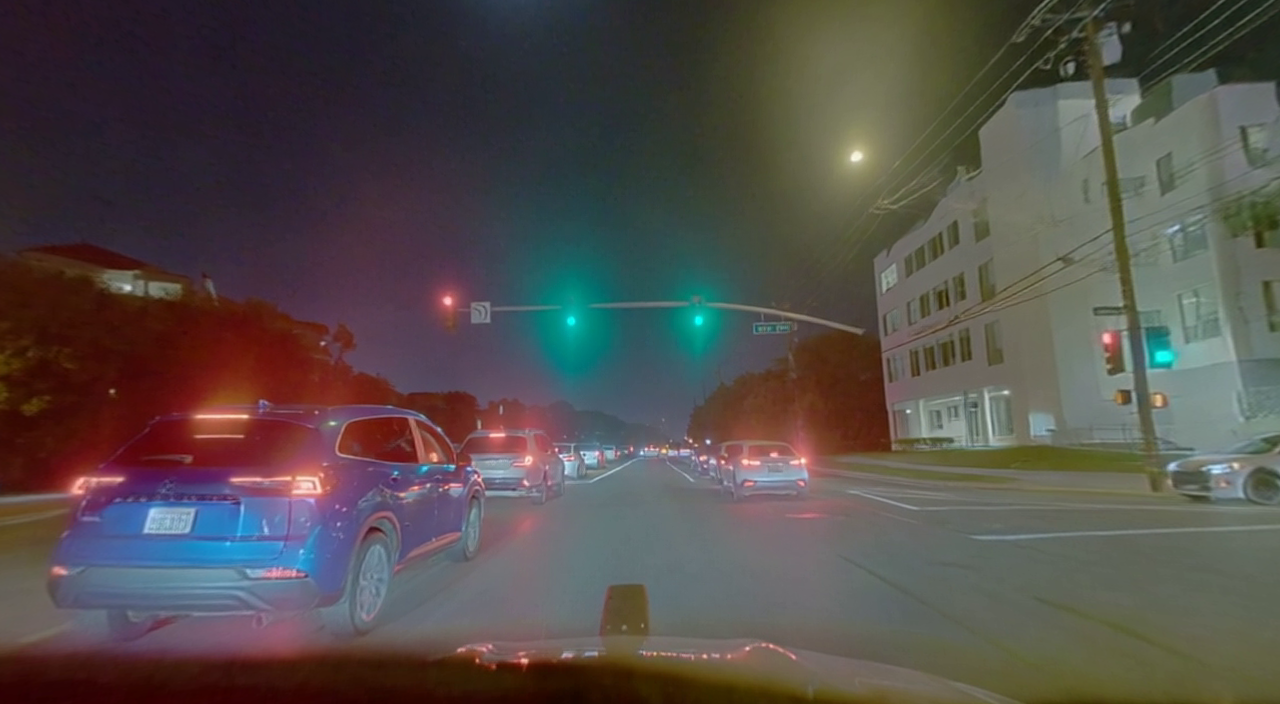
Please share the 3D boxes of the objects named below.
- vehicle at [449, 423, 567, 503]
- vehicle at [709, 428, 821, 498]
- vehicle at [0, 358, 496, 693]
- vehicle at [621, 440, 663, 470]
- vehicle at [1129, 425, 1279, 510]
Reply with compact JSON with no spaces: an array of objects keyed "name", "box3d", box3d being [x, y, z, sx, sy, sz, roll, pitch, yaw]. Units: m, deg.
[{"name":"vehicle","box3d":[-3.145,2.748,15.972,1.958,1.744,4.315,0,-8,1]},{"name":"vehicle","box3d":[3.383,3.116,18.069,2.201,1.734,4.564,0,-8,-1]},{"name":"vehicle","box3d":[-2.903,1.225,5.548,2.127,1.754,4.287,0,-8,2]},{"name":"vehicle","box3d":[0.115,5.613,34.516,2.185,1.515,4.215,0,-8,0]},{"name":"vehicle","box3d":[12.807,2.298,12.690,4.119,1.574,2.028,-3,-9,19]}]
